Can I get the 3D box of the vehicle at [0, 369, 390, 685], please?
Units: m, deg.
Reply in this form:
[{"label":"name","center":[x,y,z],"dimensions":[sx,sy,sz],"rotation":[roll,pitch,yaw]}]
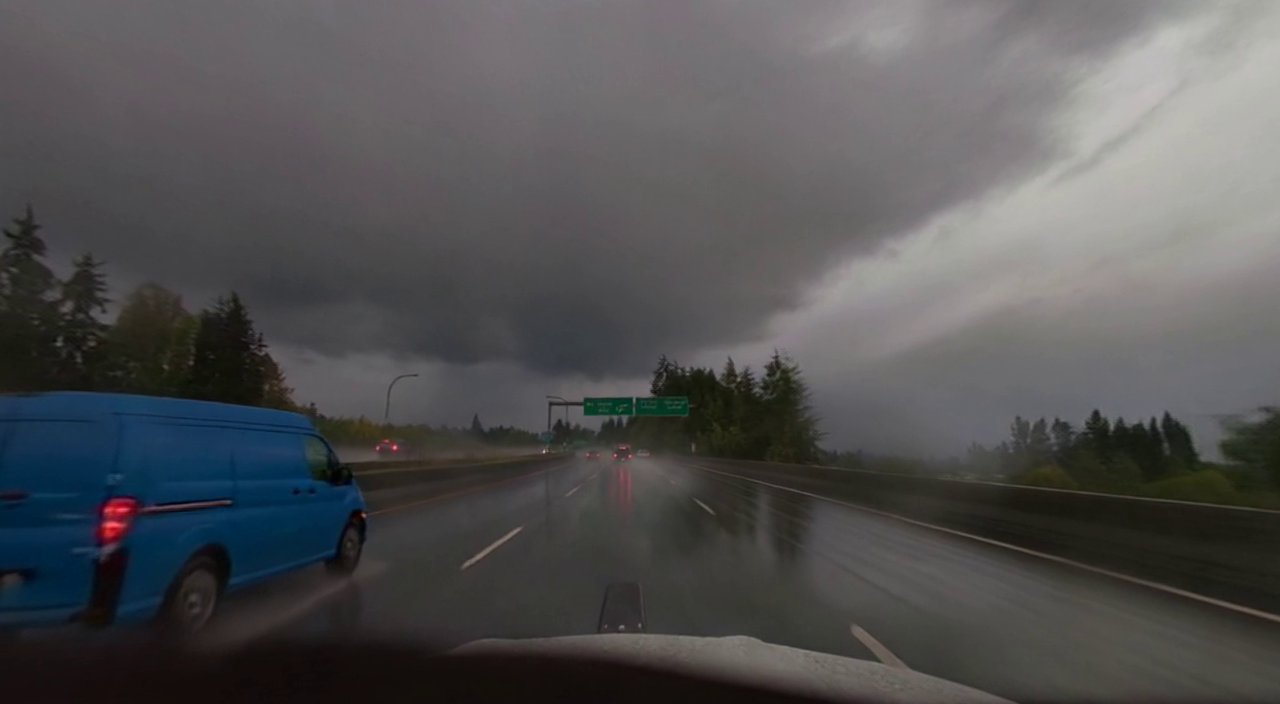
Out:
[{"label":"vehicle","center":[-4.181,1.325,5.839],"dimensions":[1.971,1.795,4.389],"rotation":[0,-9,-1]}]
